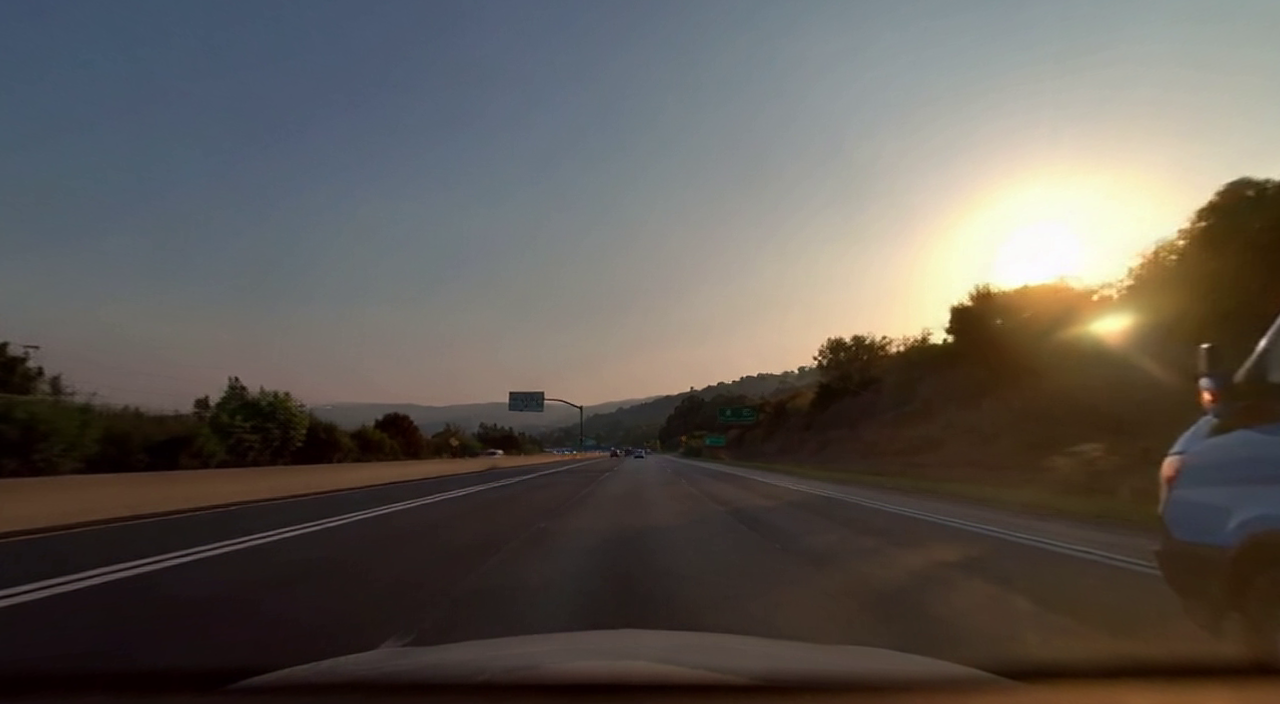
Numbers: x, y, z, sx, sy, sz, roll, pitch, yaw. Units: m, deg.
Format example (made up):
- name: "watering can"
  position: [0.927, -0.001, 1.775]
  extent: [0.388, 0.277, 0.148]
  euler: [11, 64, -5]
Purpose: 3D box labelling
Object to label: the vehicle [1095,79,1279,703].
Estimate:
- name: "vehicle"
  position: [3.994, -0.144, 0.152]
  extent: [2.527, 2.809, 6.831]
  euler: [0, -9, 0]
